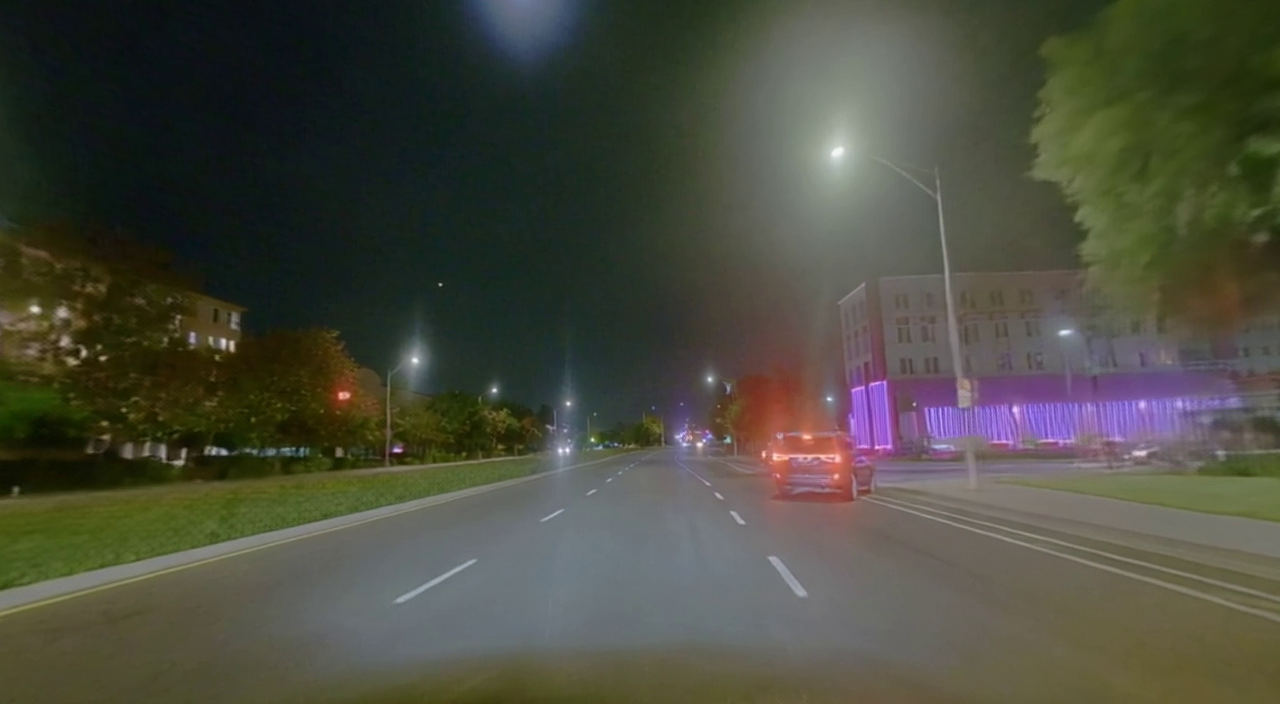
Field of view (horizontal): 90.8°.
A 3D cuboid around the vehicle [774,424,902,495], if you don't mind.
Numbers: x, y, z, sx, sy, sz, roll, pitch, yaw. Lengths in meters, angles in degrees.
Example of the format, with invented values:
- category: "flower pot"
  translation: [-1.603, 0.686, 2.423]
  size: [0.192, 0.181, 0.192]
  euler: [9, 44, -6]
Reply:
- category: "vehicle"
  translation: [6.643, 3.470, 20.788]
  size: [2.477, 1.991, 5.157]
  euler: [-6, -10, 35]

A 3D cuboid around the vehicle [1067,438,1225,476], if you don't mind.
- category: "vehicle"
  translation: [20.914, 4.357, 26.305]
  size: [4.698, 1.465, 1.914]
  euler: [-1, -8, 6]
